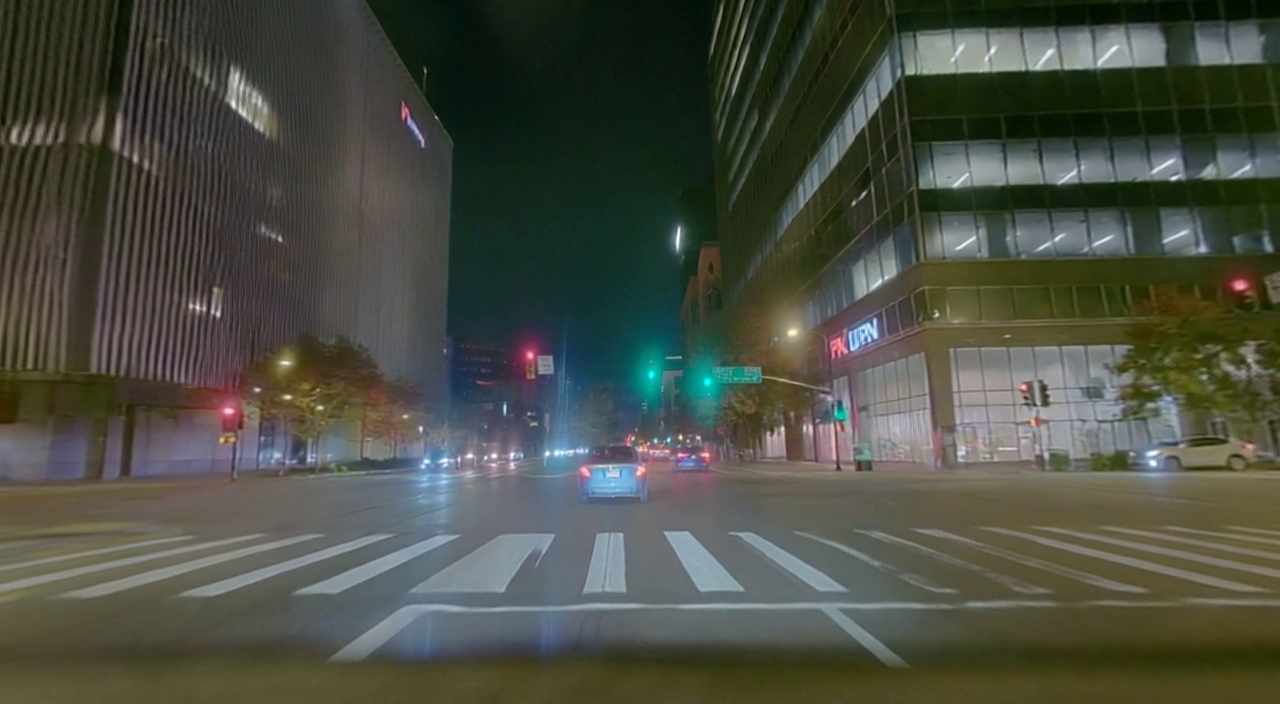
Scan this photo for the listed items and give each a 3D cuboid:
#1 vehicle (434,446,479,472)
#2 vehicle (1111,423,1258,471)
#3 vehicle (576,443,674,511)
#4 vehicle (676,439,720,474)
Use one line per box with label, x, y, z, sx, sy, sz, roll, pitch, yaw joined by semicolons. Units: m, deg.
vehicle;-12.684;7.402;43.992;2.000;1.507;4.286;-3;-8;-2
vehicle;23.975;4.222;27.962;4.384;2.000;2.345;1;-9;-4
vehicle;-0.374;3.046;15.946;2.144;1.398;3.963;1;-8;-1
vehicle;3.240;5.871;35.944;2.078;1.799;4.089;1;-8;-1
